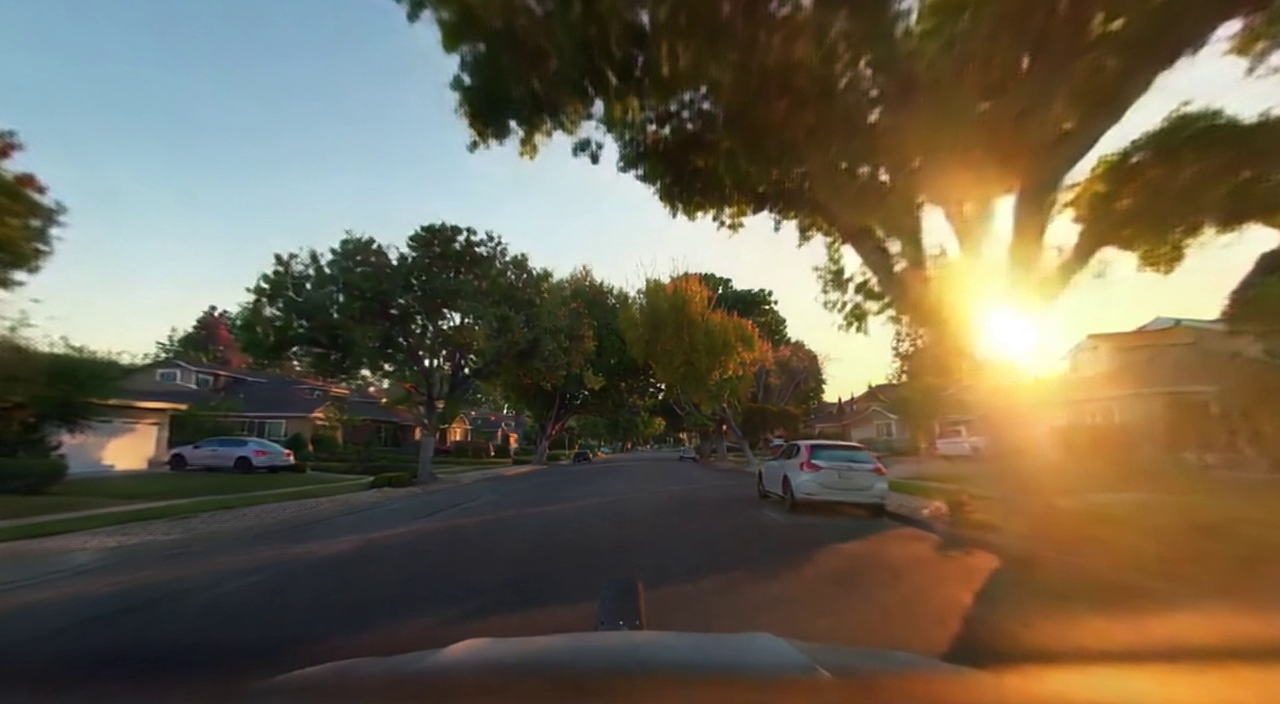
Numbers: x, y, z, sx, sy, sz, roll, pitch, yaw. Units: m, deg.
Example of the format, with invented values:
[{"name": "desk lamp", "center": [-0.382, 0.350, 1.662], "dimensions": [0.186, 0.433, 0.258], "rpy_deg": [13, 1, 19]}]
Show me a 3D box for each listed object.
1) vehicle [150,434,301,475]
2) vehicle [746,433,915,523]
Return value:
[{"name": "vehicle", "center": [-16.692, 4.156, 25.674], "dimensions": [4.607, 1.573, 2.058], "rpy_deg": [1, -9, -4]}, {"name": "vehicle", "center": [3.846, 2.639, 13.828], "dimensions": [2.136, 1.596, 4.790], "rpy_deg": [0, -9, -1]}]
